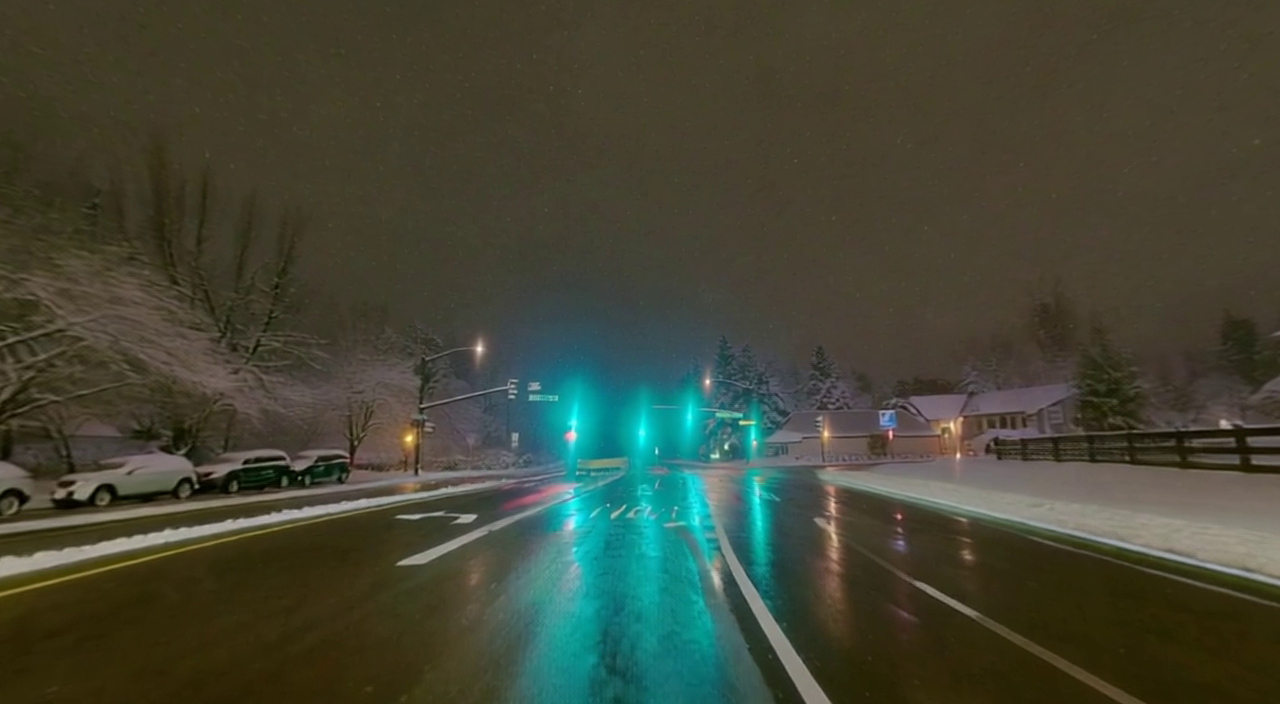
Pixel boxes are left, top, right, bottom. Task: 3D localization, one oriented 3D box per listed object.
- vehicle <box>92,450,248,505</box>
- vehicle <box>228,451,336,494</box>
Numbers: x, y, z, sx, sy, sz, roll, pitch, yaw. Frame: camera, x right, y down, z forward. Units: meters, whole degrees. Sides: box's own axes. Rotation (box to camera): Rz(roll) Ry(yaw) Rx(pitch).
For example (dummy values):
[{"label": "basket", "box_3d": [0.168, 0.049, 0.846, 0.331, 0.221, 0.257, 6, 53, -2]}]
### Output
[{"label": "vehicle", "box_3d": [-18.034, 4.775, 24.553, 2.148, 1.856, 4.632, -1, -8, 7]}, {"label": "vehicle", "box_3d": [-17.155, 5.752, 30.547, 2.050, 1.697, 4.838, -5, -8, 6]}]
